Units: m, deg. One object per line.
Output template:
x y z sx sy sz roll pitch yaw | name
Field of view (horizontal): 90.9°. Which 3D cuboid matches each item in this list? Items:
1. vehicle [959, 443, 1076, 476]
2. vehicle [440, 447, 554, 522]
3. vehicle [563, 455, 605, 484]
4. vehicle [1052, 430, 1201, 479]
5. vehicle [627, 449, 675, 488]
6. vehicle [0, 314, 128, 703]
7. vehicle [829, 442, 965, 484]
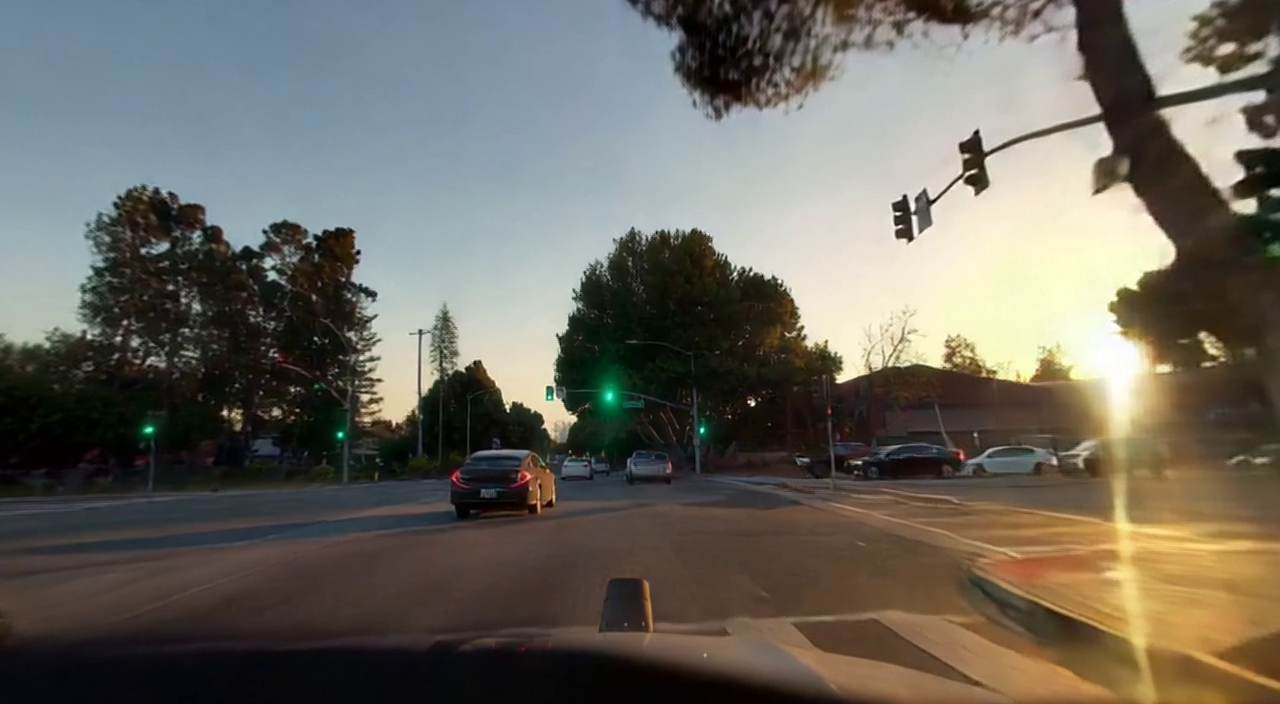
18.633 5.309 31.284 4.478 1.495 2.063 -1 -8 0 | vehicle
-3.325 3.128 15.355 1.960 1.528 3.490 -1 -8 0 | vehicle
-3.281 6.975 37.730 2.013 1.474 4.393 -1 -8 1 | vehicle
21.049 4.442 27.457 4.585 1.681 2.140 -4 -8 0 | vehicle
0.522 5.610 30.756 2.163 1.678 3.846 -1 -8 0 | vehicle
-3.199 0.514 0.164 2.190 1.766 4.649 -1 -8 0 | vehicle
11.029 4.816 27.316 4.875 1.473 2.077 -3 -11 -1 | vehicle
